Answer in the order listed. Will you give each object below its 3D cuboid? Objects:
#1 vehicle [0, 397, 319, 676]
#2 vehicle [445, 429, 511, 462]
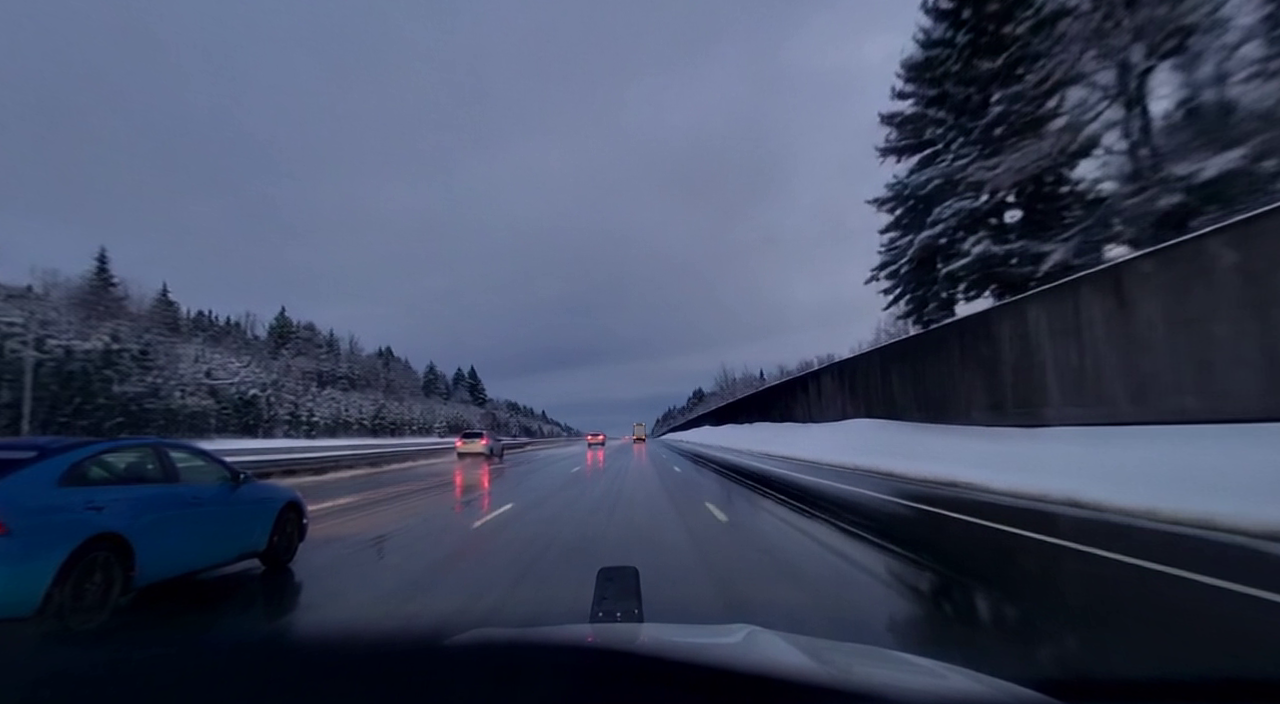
[{"bbox_3d":[-4.496,1.181,4.717,2.079,1.500,3.881,0,-8,1],"label":"vehicle"},{"bbox_3d":[-8.335,4.858,32.771,2.053,1.582,4.878,0,-8,1],"label":"vehicle"}]
